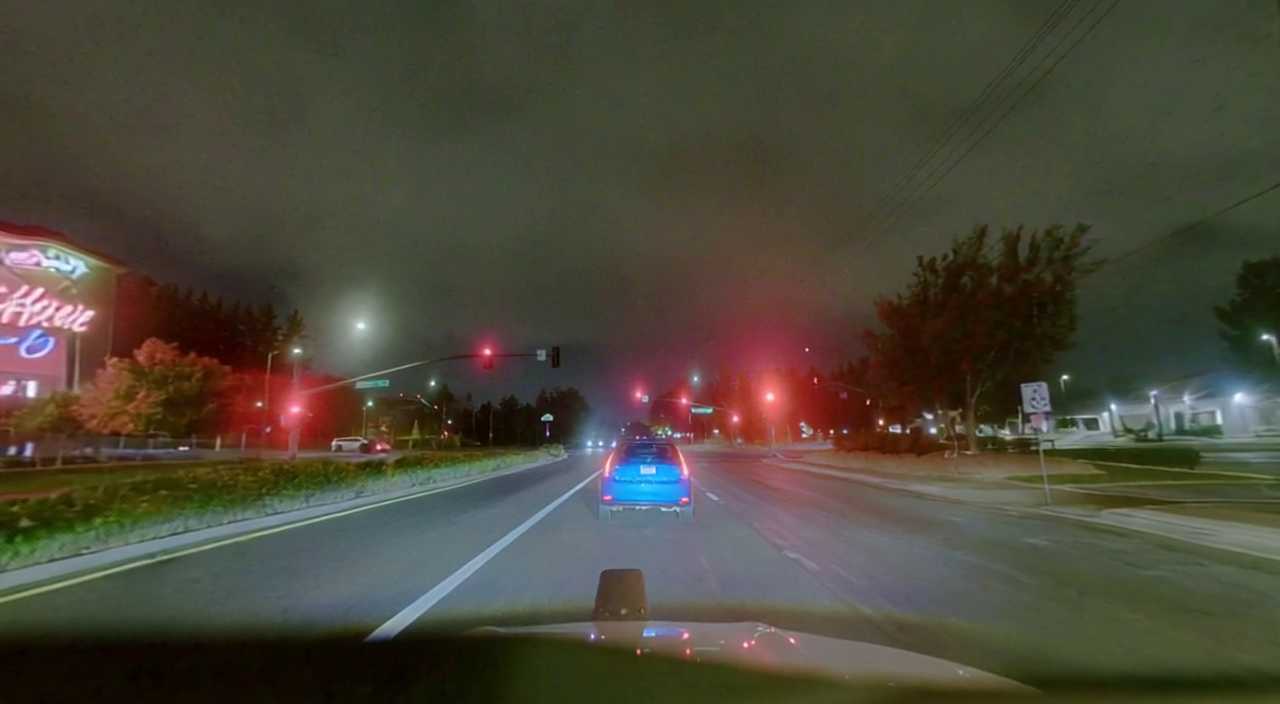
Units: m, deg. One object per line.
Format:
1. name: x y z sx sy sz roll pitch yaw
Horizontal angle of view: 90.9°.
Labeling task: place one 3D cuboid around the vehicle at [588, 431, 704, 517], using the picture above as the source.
1. vehicle: 0.068 2.464 13.304 2.028 1.478 4.545 0 -8 -1
